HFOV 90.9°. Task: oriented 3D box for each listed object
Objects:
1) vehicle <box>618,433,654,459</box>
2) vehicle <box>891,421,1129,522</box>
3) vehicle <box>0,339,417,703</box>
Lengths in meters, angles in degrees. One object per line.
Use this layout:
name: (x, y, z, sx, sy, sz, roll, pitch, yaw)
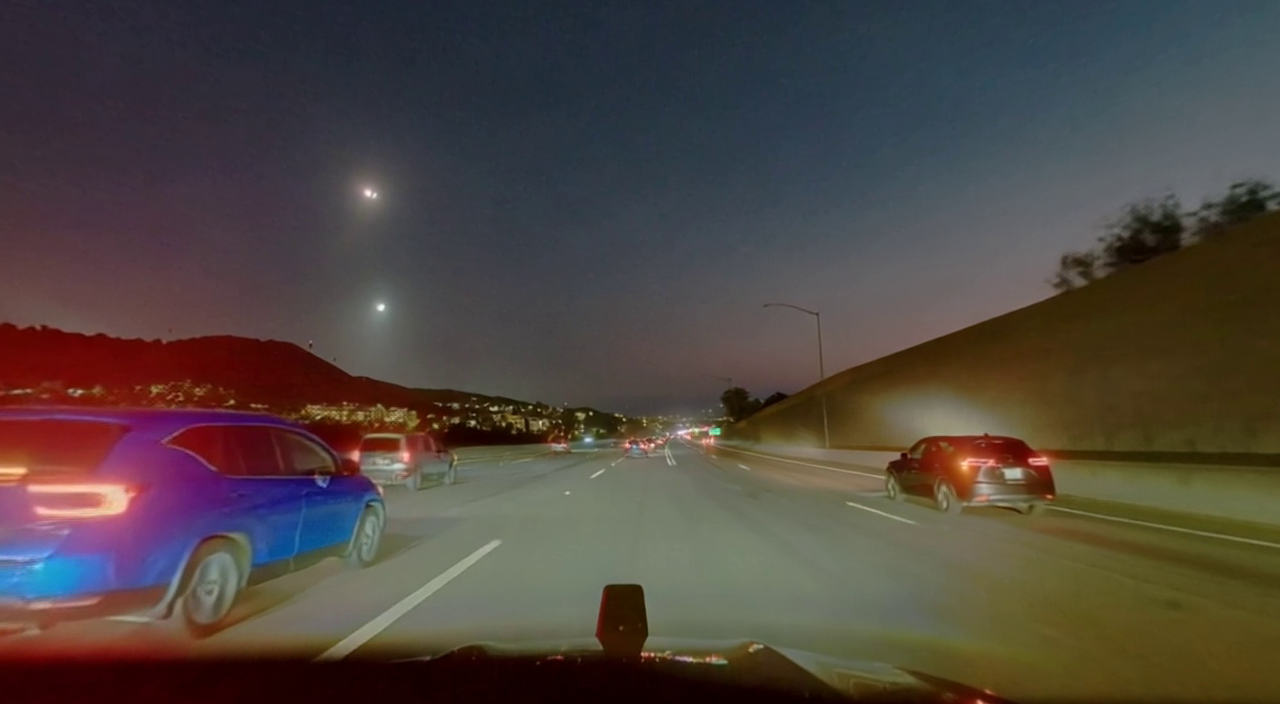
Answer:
vehicle: (-0.232, 7.197, 48.393, 2.172, 1.824, 5.031, -1, -8, 6)
vehicle: (7.037, 2.312, 12.739, 2.122, 1.646, 4.491, 0, -8, 1)
vehicle: (-3.973, 1.167, 5.282, 2.210, 1.730, 5.133, -1, -8, 1)
